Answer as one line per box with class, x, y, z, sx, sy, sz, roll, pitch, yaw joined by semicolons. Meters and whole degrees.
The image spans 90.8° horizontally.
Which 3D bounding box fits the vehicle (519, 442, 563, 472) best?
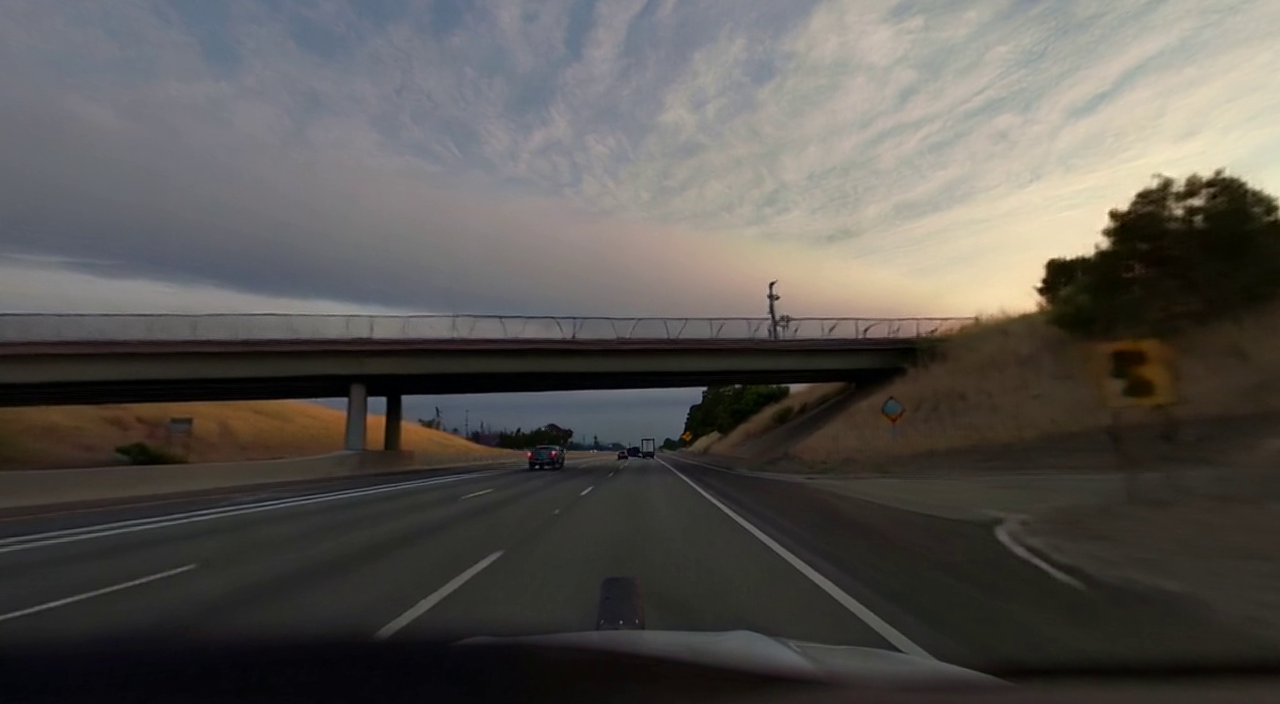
vehicle;-6.709;7.210;43.469;2.232;1.947;5.180;0;-9;0
